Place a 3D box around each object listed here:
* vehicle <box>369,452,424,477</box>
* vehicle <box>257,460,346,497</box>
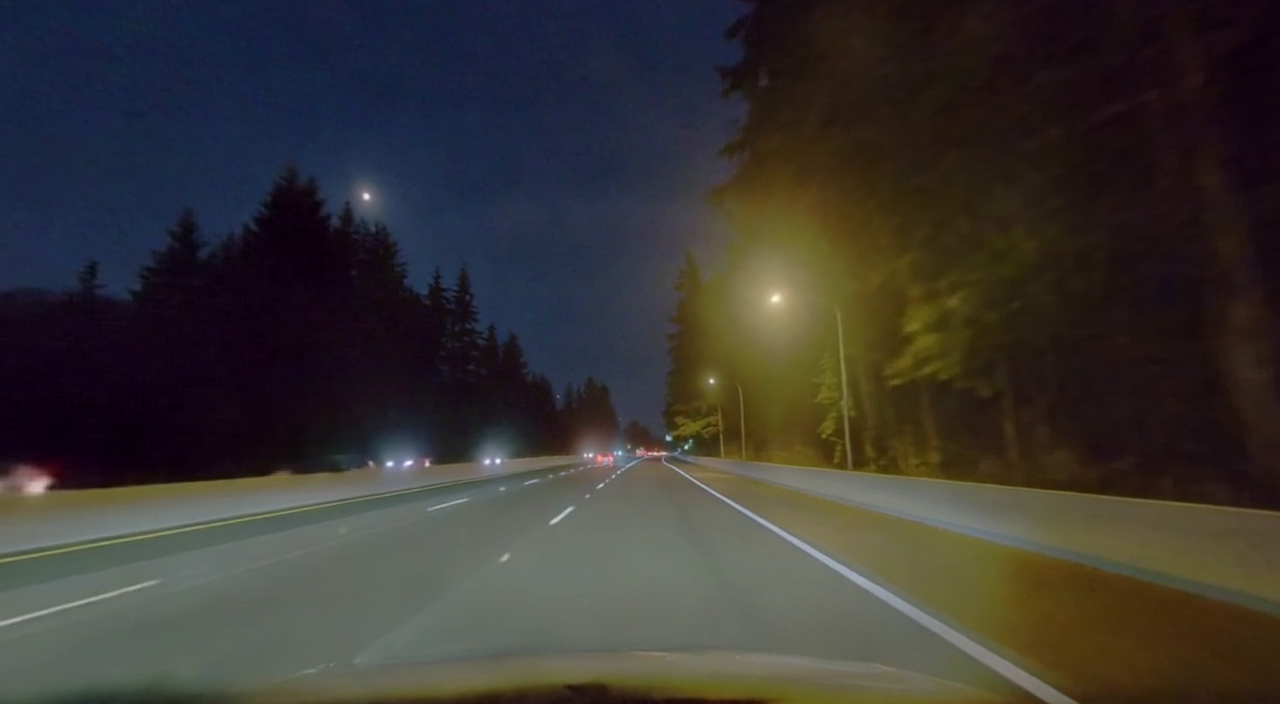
[{"bbox_3d":[-19.005,8.762,49.162,2.088,1.792,5.243,0,-9,2],"label":"vehicle"},{"bbox_3d":[-15.132,5.650,28.272,1.794,1.466,3.854,0,-9,1],"label":"vehicle"}]
